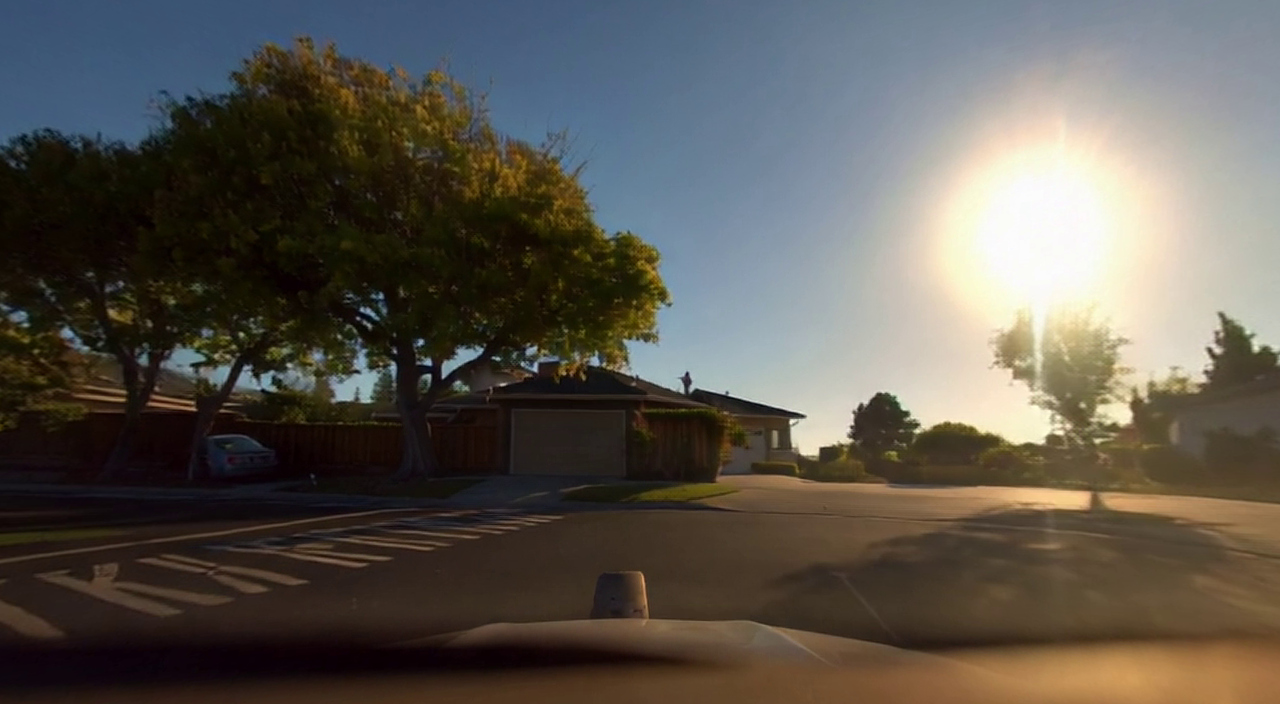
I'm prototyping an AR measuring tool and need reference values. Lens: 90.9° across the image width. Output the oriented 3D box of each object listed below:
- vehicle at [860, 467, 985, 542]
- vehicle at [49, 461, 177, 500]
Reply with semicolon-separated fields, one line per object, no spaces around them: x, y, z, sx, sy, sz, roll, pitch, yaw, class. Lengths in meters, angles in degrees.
7.263;3.905;16.729;1.860;1.477;4.629;-2;-8;10;vehicle
-25.652;6.357;30.927;2.019;1.697;4.310;-1;-13;11;vehicle
